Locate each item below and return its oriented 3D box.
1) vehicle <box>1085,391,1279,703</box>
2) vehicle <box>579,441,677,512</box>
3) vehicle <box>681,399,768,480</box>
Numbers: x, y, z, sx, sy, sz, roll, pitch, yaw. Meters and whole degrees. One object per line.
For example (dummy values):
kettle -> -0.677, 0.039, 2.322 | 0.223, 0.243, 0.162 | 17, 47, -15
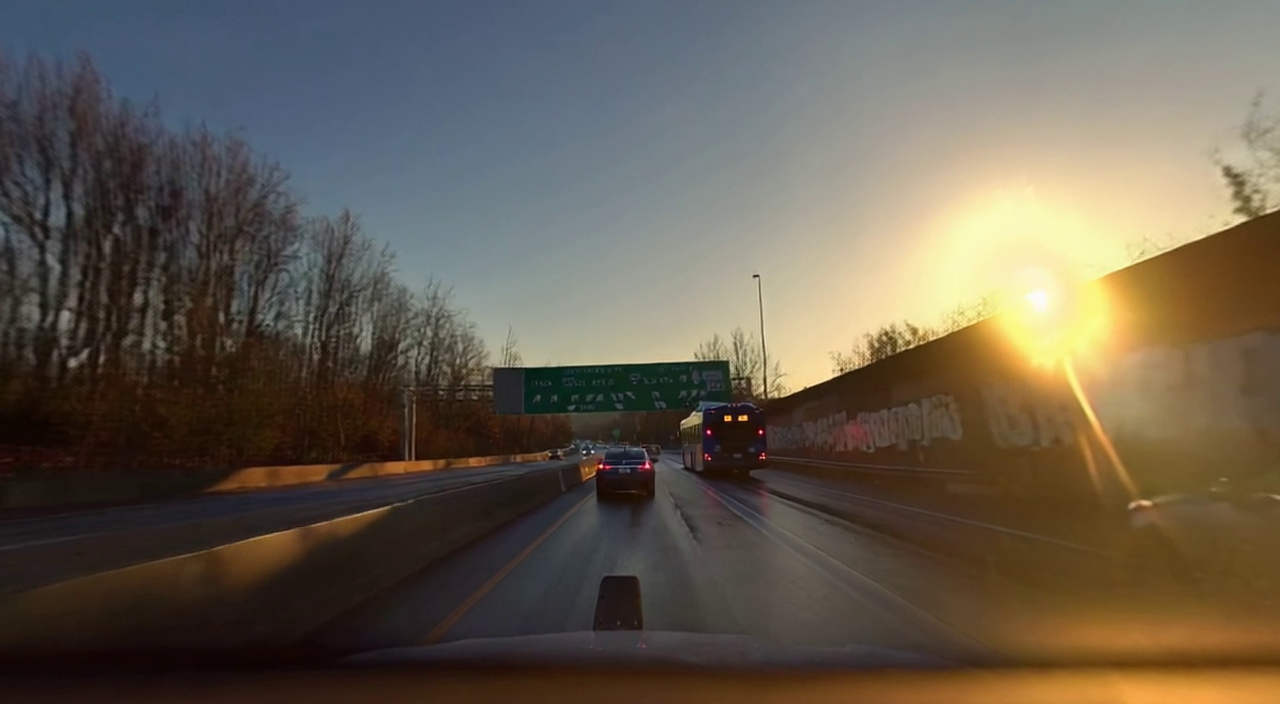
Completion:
vehicle -> 3.960, 0.814, 2.117 | 1.995, 1.507, 3.915 | -1, -9, 0
vehicle -> -0.269, 3.085, 16.000 | 2.160, 1.532, 4.073 | -1, -9, 0
vehicle -> 4.087, 4.761, 33.618 | 3.055, 3.479, 12.521 | -1, -9, 1
